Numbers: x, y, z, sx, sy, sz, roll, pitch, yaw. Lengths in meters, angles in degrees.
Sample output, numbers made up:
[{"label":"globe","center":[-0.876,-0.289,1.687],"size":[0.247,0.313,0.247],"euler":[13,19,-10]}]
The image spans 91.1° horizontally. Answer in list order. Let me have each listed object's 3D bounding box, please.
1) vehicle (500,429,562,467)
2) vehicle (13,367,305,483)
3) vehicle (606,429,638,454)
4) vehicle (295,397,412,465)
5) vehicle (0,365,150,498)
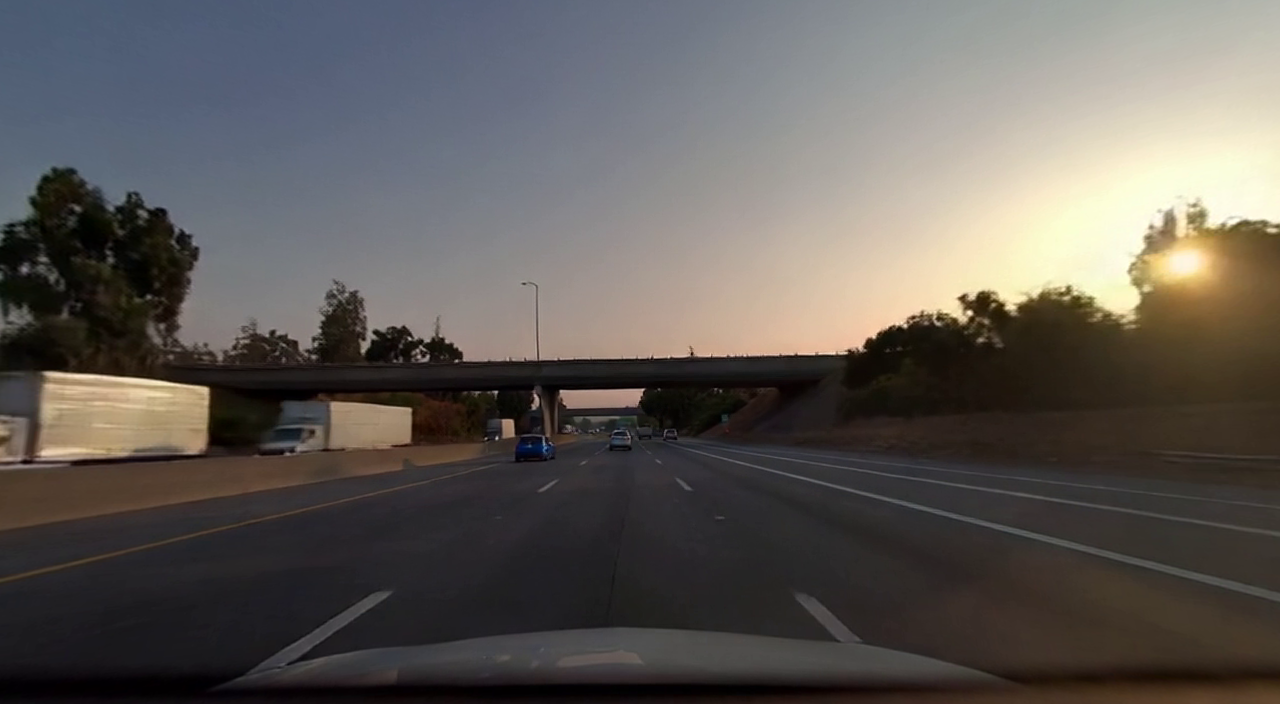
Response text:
[{"label":"vehicle","center":[-4.807,4.299,28.386],"size":[2.017,1.537,4.496],"euler":[0,-8,0]},{"label":"vehicle","center":[-20.710,3.486,29.197],"size":[2.851,4.082,13.788],"euler":[0,-8,-1]},{"label":"vehicle","center":[-1.182,6.107,42.851],"size":[2.116,1.625,4.004],"euler":[0,-8,0]},{"label":"vehicle","center":[-16.603,4.715,37.330],"size":[2.942,3.572,8.438],"euler":[0,-8,0]},{"label":"vehicle","center":[-20.596,2.641,20.983],"size":[3.146,3.920,6.327],"euler":[1,-7,-1]}]
